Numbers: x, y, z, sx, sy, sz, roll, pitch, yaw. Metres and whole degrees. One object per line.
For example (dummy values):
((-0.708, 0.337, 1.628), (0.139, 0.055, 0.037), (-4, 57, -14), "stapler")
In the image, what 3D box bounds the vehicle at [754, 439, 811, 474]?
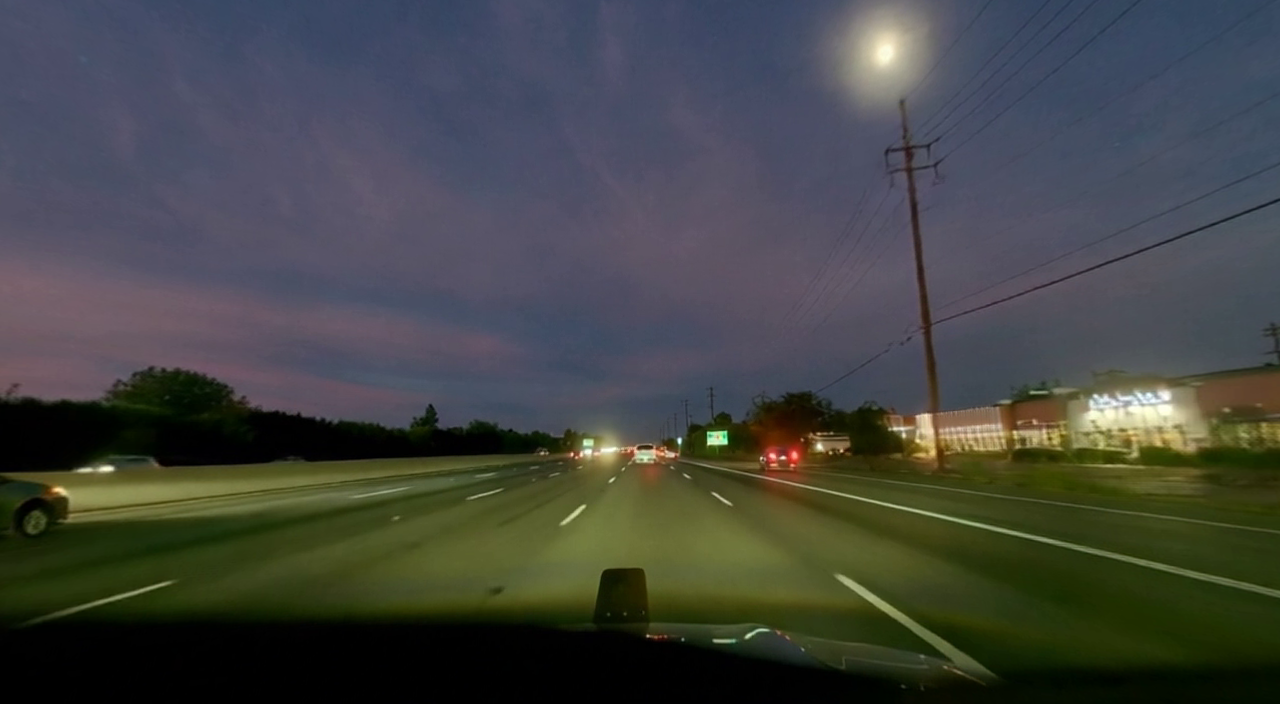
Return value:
((7.456, 5.540, 33.479), (1.937, 1.698, 4.322), (0, -9, -1), "vehicle")
